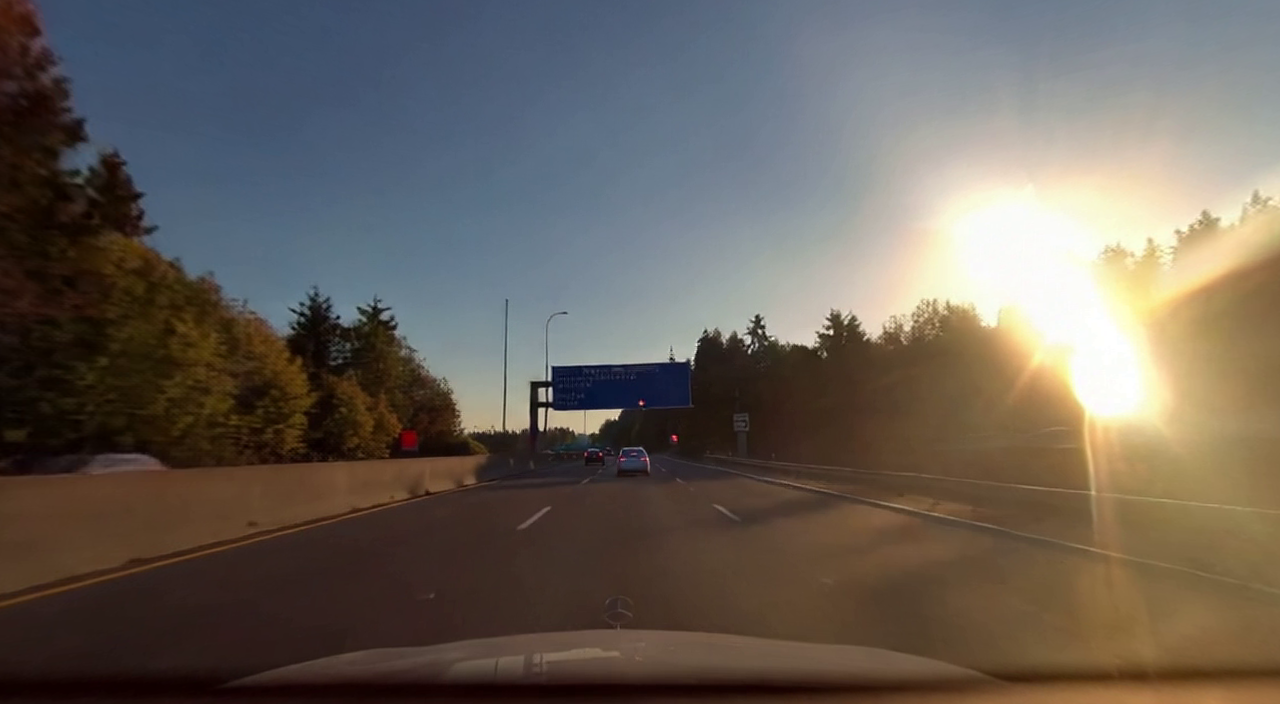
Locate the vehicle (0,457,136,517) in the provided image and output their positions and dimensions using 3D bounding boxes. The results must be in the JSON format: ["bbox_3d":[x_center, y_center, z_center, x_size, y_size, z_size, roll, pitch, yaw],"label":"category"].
[{"bbox_3d":[-17.170,3.760,17.819,1.893,1.464,4.526,-1,-9,0],"label":"vehicle"}]

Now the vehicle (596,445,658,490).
[{"bbox_3d":[-0.461,4.204,23.140,2.066,1.490,3.759,-1,-9,-1],"label":"vehicle"}]
